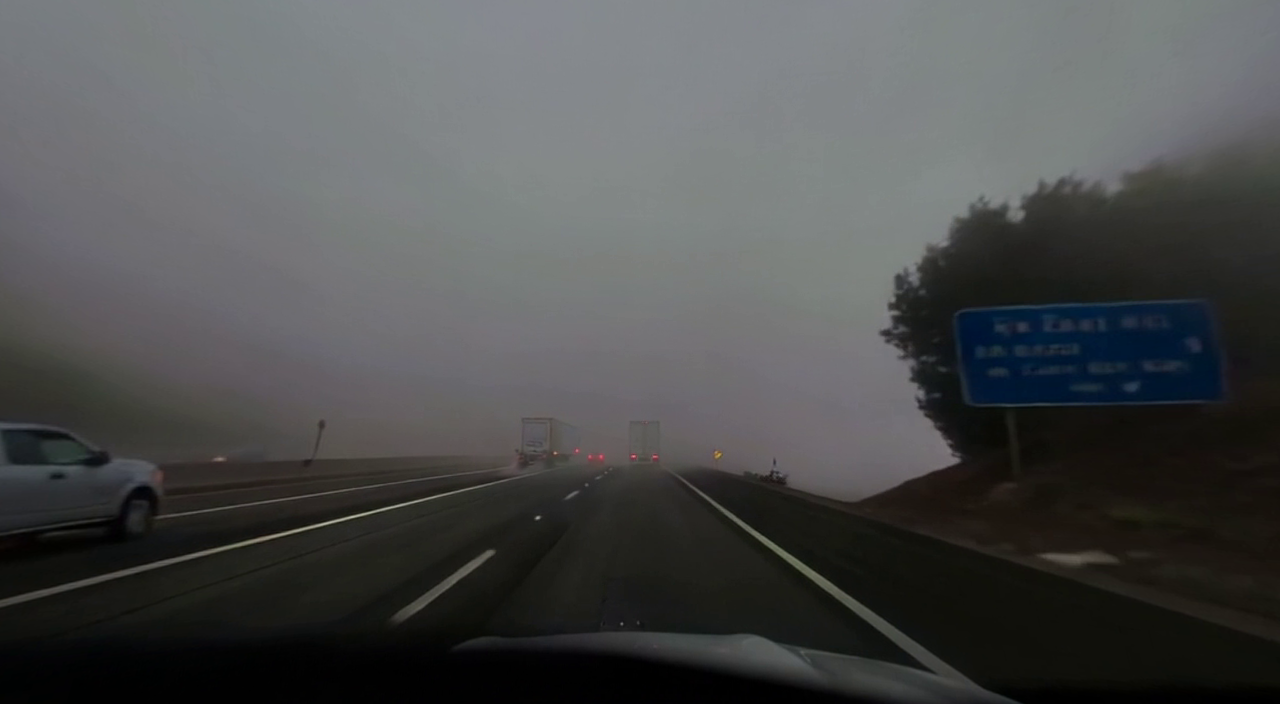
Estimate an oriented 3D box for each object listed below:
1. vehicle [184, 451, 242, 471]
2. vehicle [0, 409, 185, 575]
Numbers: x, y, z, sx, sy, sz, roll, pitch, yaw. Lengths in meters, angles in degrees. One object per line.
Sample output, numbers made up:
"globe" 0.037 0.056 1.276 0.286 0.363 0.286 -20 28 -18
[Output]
"vehicle" -32.702 8.350 48.467 1.731 1.433 3.752 -1 -9 2
"vehicle" -7.579 1.458 6.578 2.067 1.676 4.789 0 -9 0
